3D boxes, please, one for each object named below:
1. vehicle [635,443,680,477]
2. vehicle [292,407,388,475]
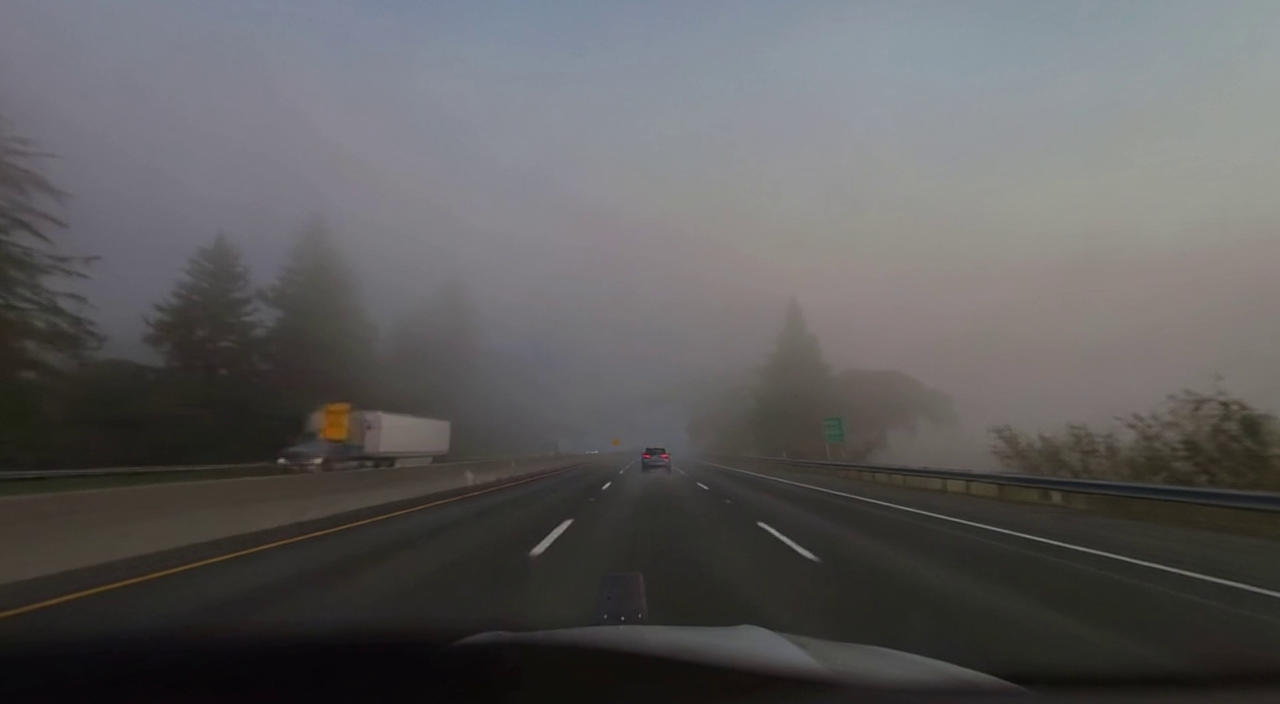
[{"bbox_3d":[0.886,5.749,33.764,2.231,1.652,4.503,0,-9,0],"label":"vehicle"},{"bbox_3d":[-18.795,5.695,40.027,2.989,3.992,5.889,0,-9,0],"label":"vehicle"}]
